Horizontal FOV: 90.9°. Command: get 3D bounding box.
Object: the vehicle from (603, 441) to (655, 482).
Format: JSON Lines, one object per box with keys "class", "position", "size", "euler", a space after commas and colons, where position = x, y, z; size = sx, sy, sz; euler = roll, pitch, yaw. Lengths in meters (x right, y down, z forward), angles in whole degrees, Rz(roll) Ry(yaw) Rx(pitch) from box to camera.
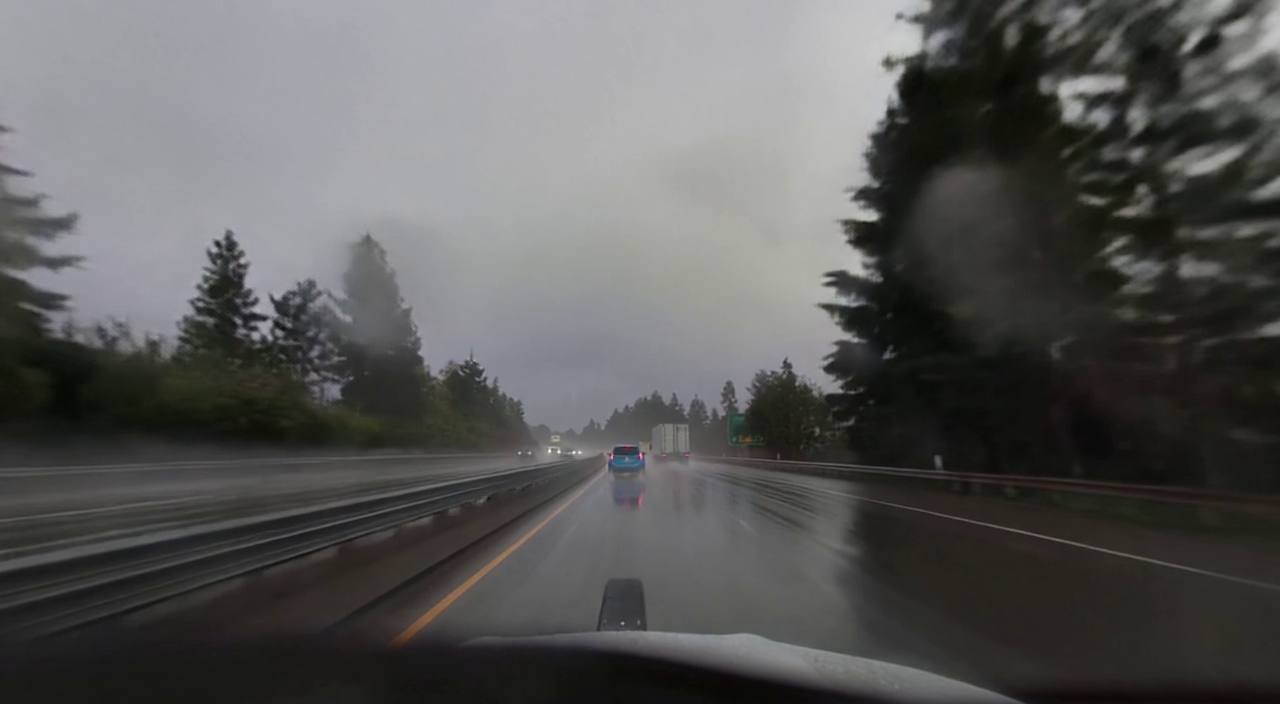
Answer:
{"class": "vehicle", "position": [-0.482, 4.951, 28.771], "size": [2.190, 1.706, 4.062], "euler": [0, -9, -1]}
